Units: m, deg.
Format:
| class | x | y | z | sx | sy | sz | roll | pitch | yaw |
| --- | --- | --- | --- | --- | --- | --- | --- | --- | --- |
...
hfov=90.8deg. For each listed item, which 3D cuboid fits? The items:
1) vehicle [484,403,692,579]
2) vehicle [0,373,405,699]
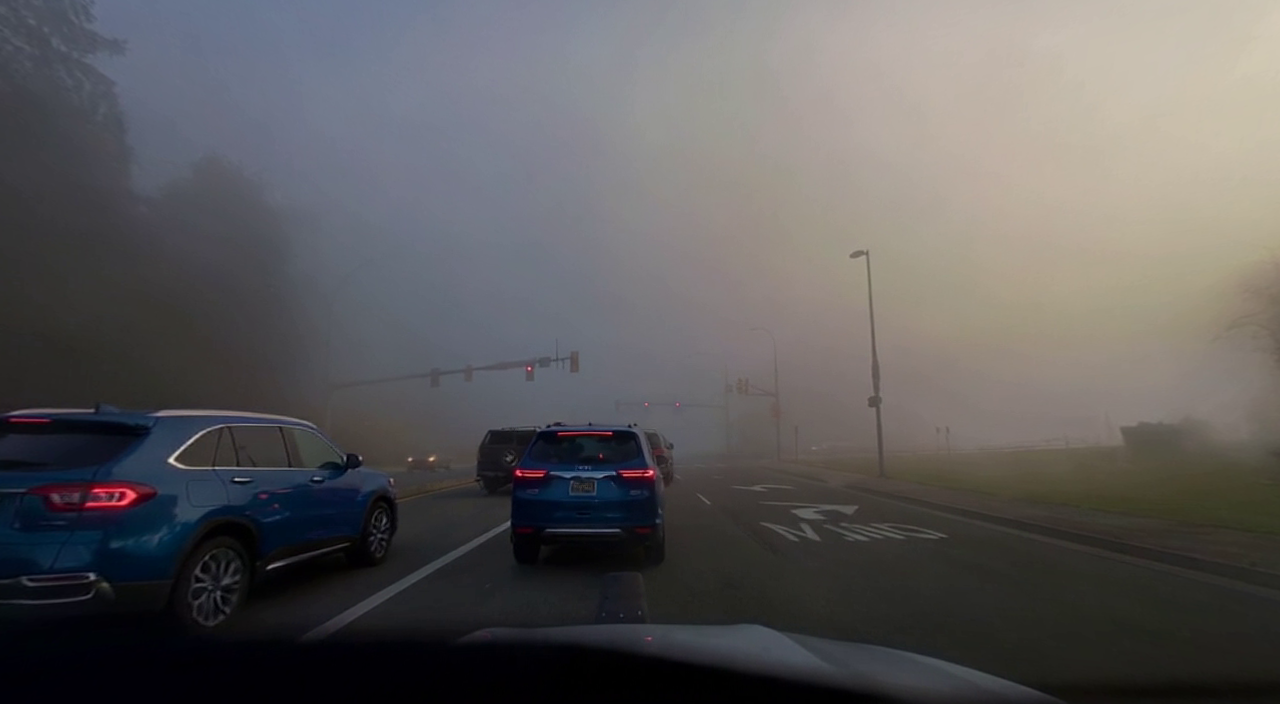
| class | x | y | z | sx | sy | sz | roll | pitch | yaw |
| --- | --- | --- | --- | --- | --- | --- | --- | --- | --- |
| vehicle | -0.485 | 1.797 | 9.076 | 2.131 | 1.793 | 5.016 | 0 | -8 | 1 |
| vehicle | -3.987 | 1.275 | 5.578 | 2.009 | 1.673 | 4.454 | 0 | -8 | 1 |
